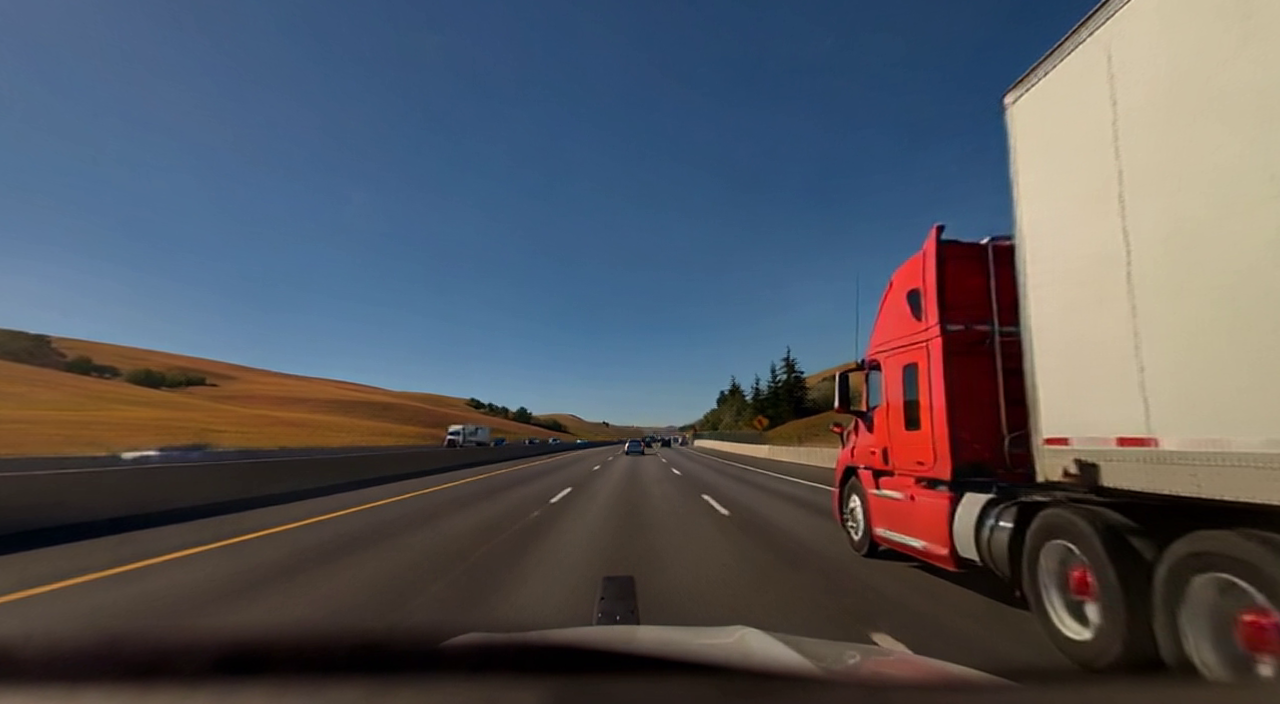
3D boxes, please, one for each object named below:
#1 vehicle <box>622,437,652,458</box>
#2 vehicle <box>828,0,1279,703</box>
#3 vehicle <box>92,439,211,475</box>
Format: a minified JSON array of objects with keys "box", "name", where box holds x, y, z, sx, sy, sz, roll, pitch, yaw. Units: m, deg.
[{"box":[-0.211,7.183,47.554,2.140,1.475,3.969,0,-8,0],"name":"vehicle"},{"box":[3.704,-0.023,3.627,3.222,3.915,6.030,0,-8,-1],"name":"vehicle"},{"box":[-22.080,4.713,28.750,1.883,1.492,4.375,0,-8,0],"name":"vehicle"}]
